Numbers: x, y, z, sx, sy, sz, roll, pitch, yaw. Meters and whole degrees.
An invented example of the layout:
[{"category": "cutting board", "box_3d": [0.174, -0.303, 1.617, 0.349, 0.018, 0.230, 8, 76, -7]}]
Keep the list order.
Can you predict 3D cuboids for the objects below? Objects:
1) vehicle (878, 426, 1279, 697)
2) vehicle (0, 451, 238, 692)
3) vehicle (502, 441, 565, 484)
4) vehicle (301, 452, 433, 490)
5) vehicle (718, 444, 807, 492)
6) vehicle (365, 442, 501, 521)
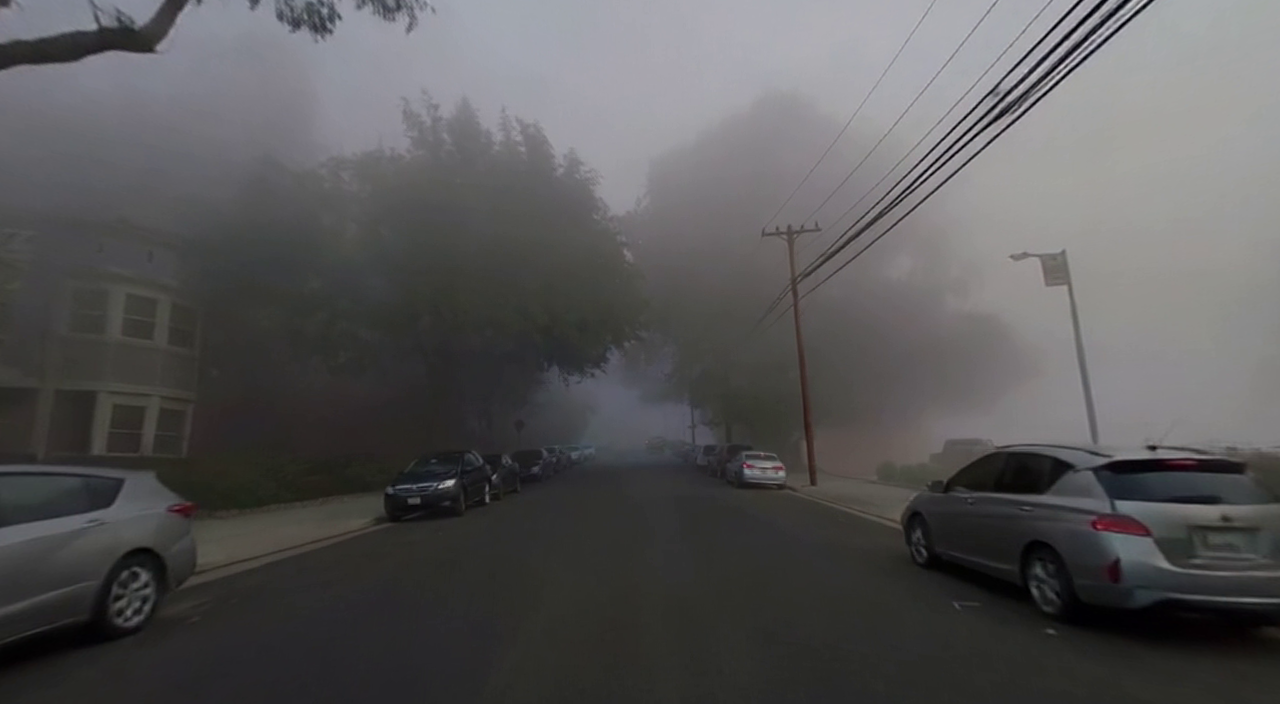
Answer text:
[{"category": "vehicle", "box_3d": [4.212, 1.581, 6.075, 2.057, 1.511, 4.858, 1, -9, 1]}, {"category": "vehicle", "box_3d": [-5.143, 1.417, 4.043, 2.109, 1.501, 4.522, 0, -8, 1]}, {"category": "vehicle", "box_3d": [-5.295, 5.538, 32.158, 2.184, 1.958, 5.757, 0, -8, 0]}, {"category": "vehicle", "box_3d": [-11.611, 5.074, 27.133, 4.754, 1.511, 2.008, 0, -8, -2]}, {"category": "vehicle", "box_3d": [4.253, 4.097, 22.764, 2.174, 1.504, 4.809, 0, -8, -1]}, {"category": "vehicle", "box_3d": [-5.083, 3.201, 16.249, 2.032, 1.716, 4.382, 0, -8, 0]}]
